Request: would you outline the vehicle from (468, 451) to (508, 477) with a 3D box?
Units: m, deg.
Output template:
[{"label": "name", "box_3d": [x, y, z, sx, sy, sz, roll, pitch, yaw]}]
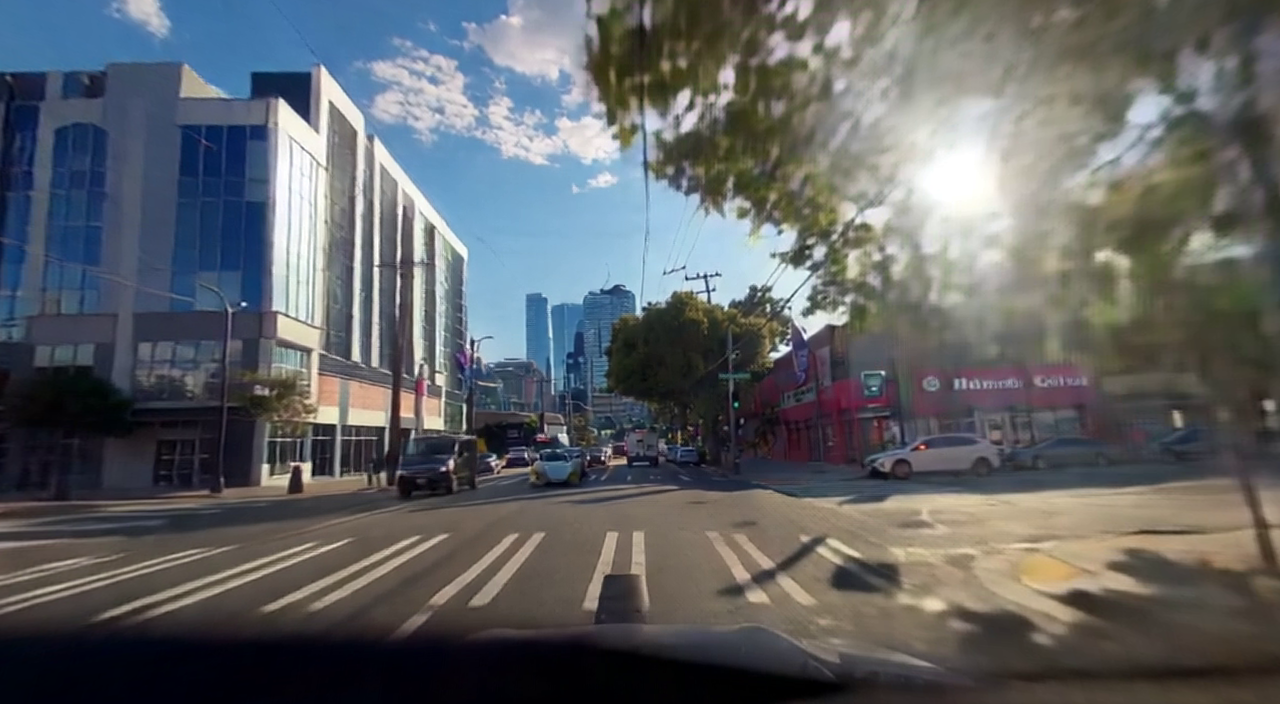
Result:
[{"label": "vehicle", "box_3d": [-9.951, 7.353, 41.672, 1.847, 1.566, 3.525, -2, -9, -1]}]

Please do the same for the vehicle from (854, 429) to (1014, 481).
[{"label": "vehicle", "box_3d": [10.928, 3.883, 23.914, 4.966, 1.826, 2.209, -1, -9, 7]}]

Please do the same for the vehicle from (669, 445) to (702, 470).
[{"label": "vehicle", "box_3d": [3.150, 7.463, 44.811, 1.934, 1.633, 4.271, 0, -9, -1]}]

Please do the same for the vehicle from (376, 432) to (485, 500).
[{"label": "vehicle", "box_3d": [-6.719, 3.696, 20.884, 2.090, 1.975, 4.657, 0, -9, -2]}]

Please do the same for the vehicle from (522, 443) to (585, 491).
[{"label": "vehicle", "box_3d": [-3.227, 4.332, 24.297, 2.026, 1.616, 4.109, -1, -8, -2]}]

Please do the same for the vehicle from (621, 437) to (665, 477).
[{"label": "vehicle", "box_3d": [0.095, 5.425, 32.825, 2.127, 1.893, 4.194, 0, -9, -2]}]

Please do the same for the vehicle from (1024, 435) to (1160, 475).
[{"label": "vehicle", "box_3d": [18.868, 4.309, 26.537, 4.161, 1.586, 1.992, 0, -9, -2]}]
